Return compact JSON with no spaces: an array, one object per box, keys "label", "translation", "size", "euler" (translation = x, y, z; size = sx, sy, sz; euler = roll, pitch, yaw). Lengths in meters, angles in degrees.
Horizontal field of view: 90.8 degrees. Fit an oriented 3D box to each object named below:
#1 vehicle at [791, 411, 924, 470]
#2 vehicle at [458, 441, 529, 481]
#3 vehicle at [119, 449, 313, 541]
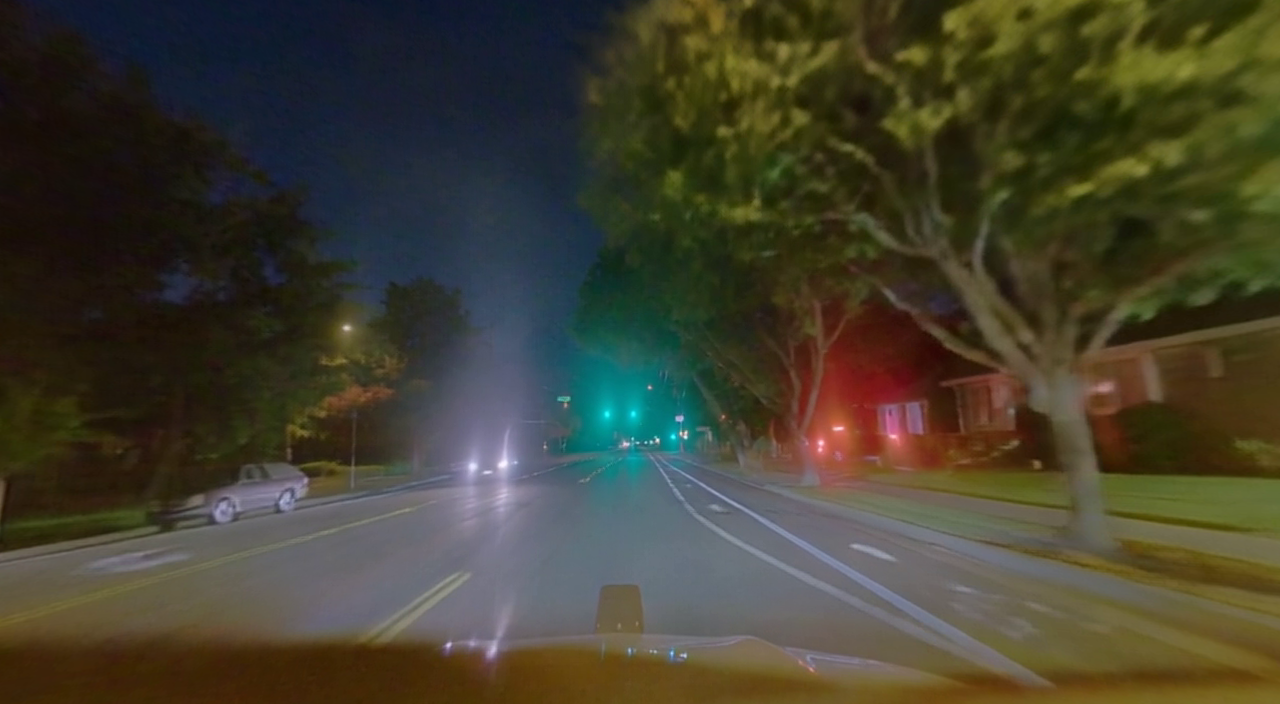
[{"label":"vehicle","translation":[9.466,3.776,27.386],"size":[5.565,2.036,1.907],"euler":[-1,-7,-27]},{"label":"vehicle","translation":[-6.979,5.210,30.604],"size":[2.142,1.611,4.890],"euler":[-4,-9,1]},{"label":"vehicle","translation":[-11.472,3.805,17.649],"size":[2.024,1.795,5.054],"euler":[-10,-8,-3]}]
